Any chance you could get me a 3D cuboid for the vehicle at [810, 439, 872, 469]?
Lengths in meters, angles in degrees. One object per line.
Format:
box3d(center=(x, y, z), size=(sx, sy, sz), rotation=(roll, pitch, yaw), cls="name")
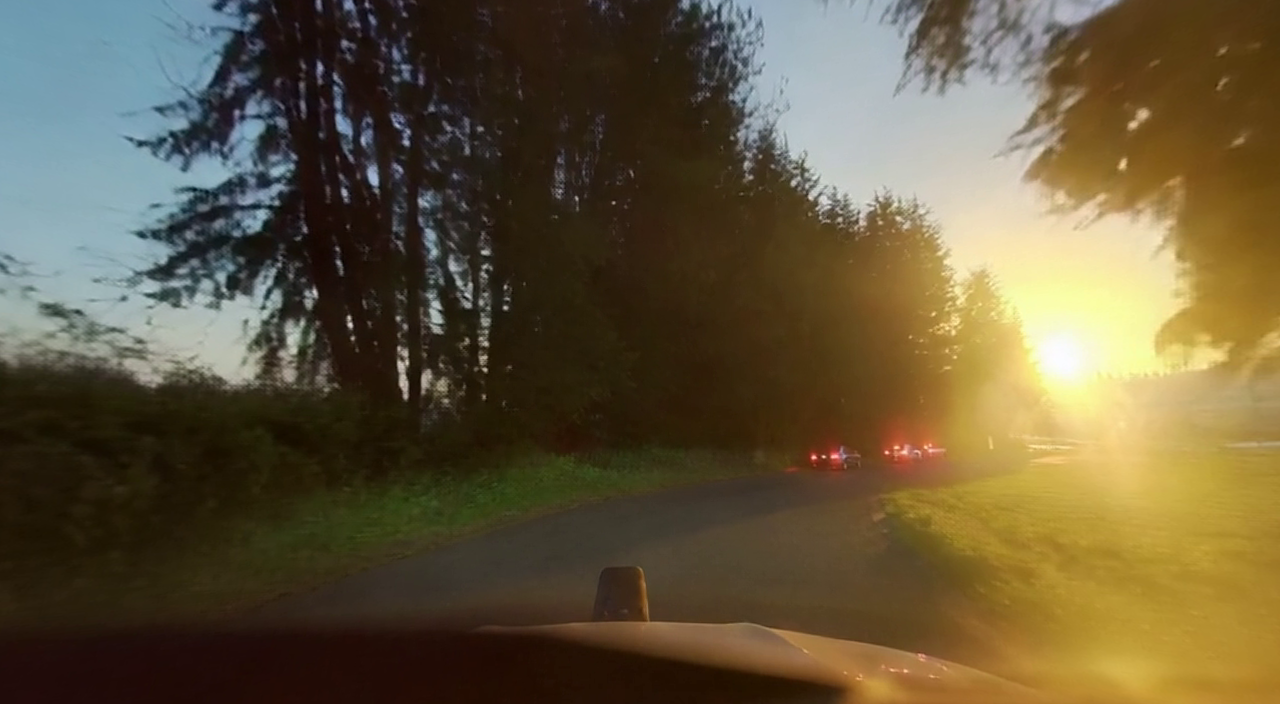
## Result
box3d(center=(12.895, 6.507, 40.140), size=(4.257, 1.789, 1.988), rotation=(9, -11, -43), cls="vehicle")
